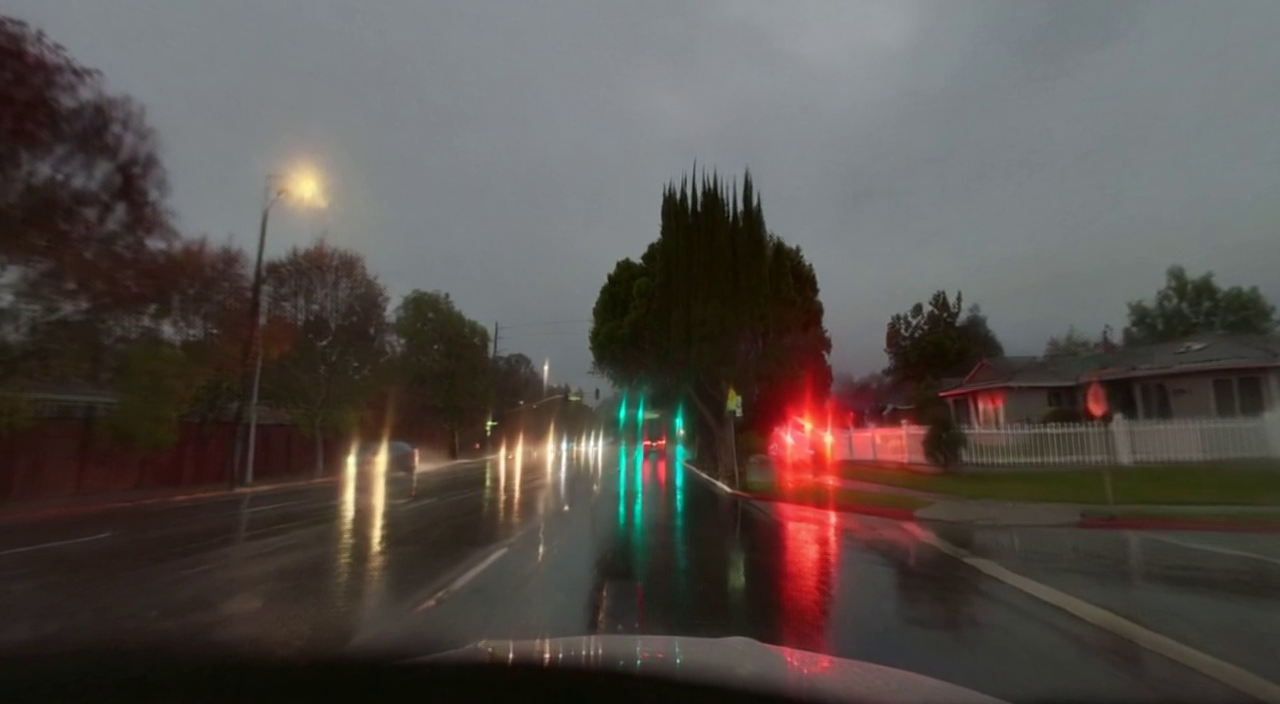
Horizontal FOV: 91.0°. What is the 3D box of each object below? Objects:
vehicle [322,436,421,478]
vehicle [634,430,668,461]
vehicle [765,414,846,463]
[{"bbox_3d":[-12.427,4.862,29.543,2.397,1.802,4.855,0,-8,1],"label":"vehicle"},{"bbox_3d":[0.721,6.056,40.937,2.059,1.908,4.714,0,-8,1],"label":"vehicle"},{"bbox_3d":[8.412,4.516,32.778,2.531,2.263,6.802,0,-8,1],"label":"vehicle"}]
